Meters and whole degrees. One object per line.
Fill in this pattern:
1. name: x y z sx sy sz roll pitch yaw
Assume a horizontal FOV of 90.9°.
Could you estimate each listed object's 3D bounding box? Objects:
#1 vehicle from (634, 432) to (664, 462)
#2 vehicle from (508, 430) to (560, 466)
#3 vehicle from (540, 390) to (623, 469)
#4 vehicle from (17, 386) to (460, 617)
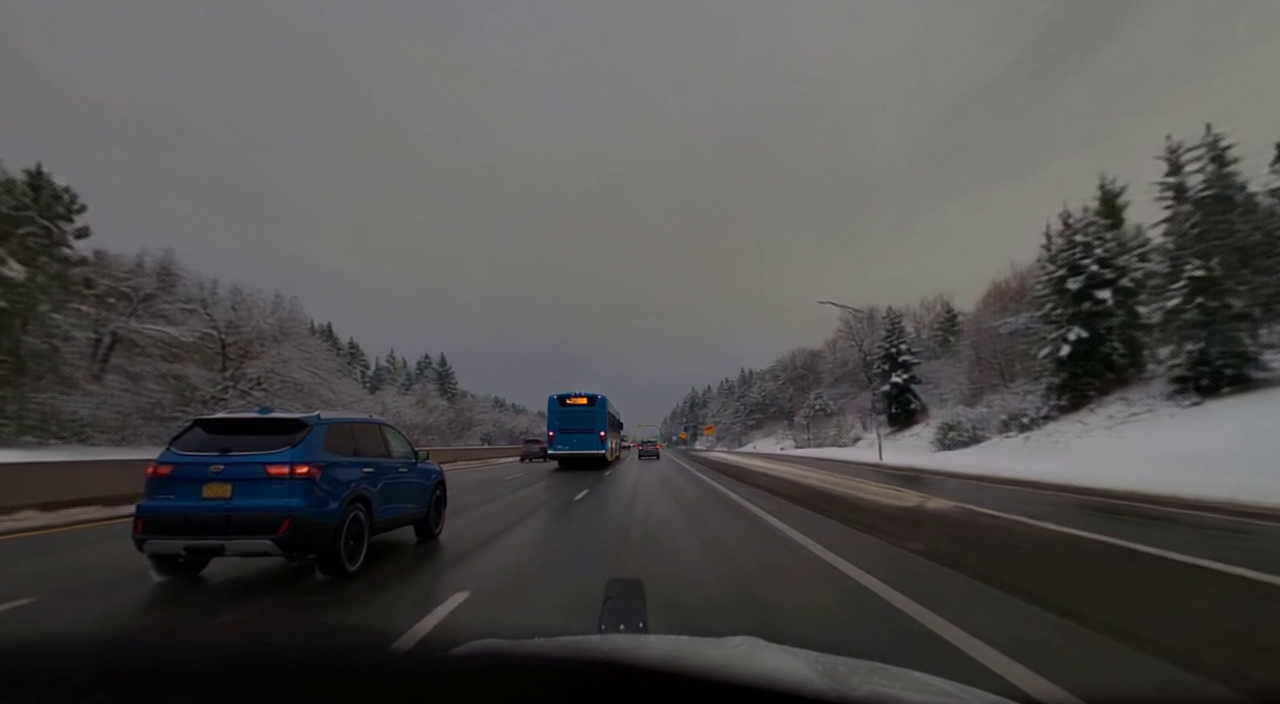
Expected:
1. vehicle: 0.636 6.845 45.399 2.083 2.001 4.782 0 -8 1
2. vehicle: -6.790 6.258 41.111 2.282 2.116 6.030 0 -8 1
3. vehicle: -2.936 4.575 35.830 3.382 3.712 11.766 1 -9 1
4. vehicle: -3.662 1.444 6.959 2.021 1.730 4.223 0 -8 1
